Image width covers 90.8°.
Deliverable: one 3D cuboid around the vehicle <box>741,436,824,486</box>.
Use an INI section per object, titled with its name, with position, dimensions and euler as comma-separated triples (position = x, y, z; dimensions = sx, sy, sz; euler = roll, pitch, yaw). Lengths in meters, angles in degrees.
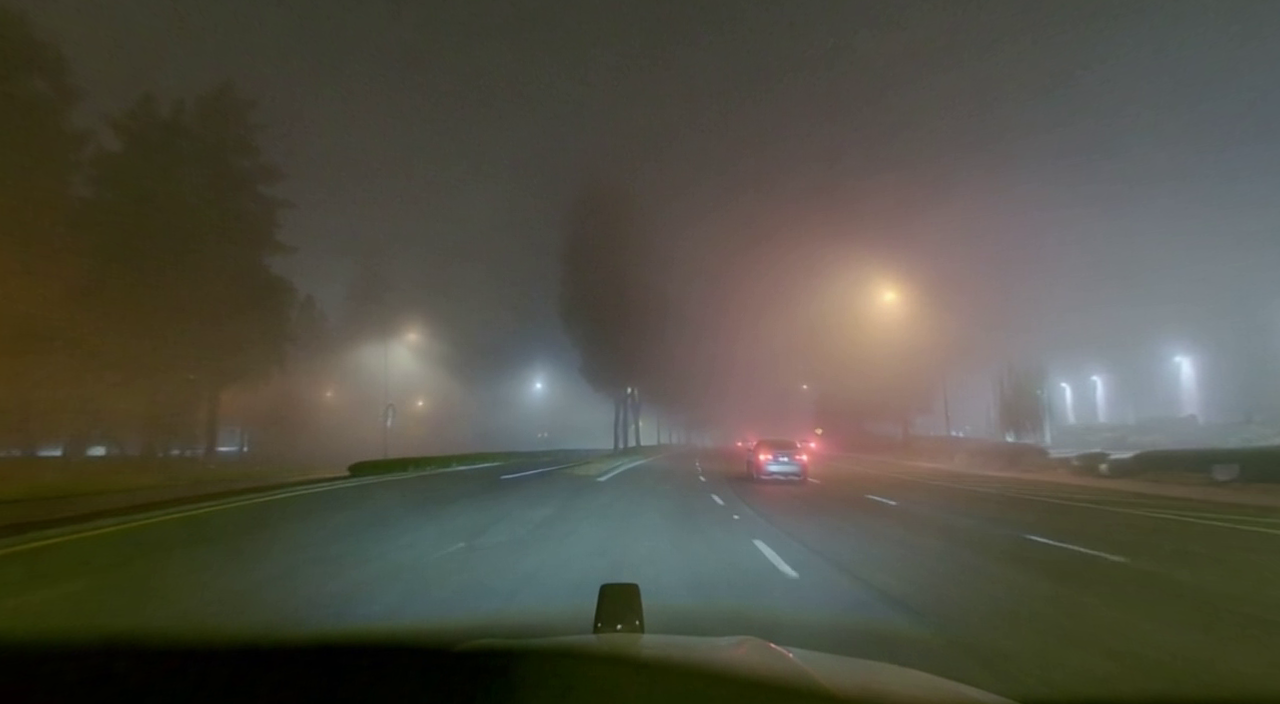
[vehicle]
position = 4.595, 3.576, 21.058
dimensions = 1.928, 1.481, 4.453
euler = 0, -9, 3
